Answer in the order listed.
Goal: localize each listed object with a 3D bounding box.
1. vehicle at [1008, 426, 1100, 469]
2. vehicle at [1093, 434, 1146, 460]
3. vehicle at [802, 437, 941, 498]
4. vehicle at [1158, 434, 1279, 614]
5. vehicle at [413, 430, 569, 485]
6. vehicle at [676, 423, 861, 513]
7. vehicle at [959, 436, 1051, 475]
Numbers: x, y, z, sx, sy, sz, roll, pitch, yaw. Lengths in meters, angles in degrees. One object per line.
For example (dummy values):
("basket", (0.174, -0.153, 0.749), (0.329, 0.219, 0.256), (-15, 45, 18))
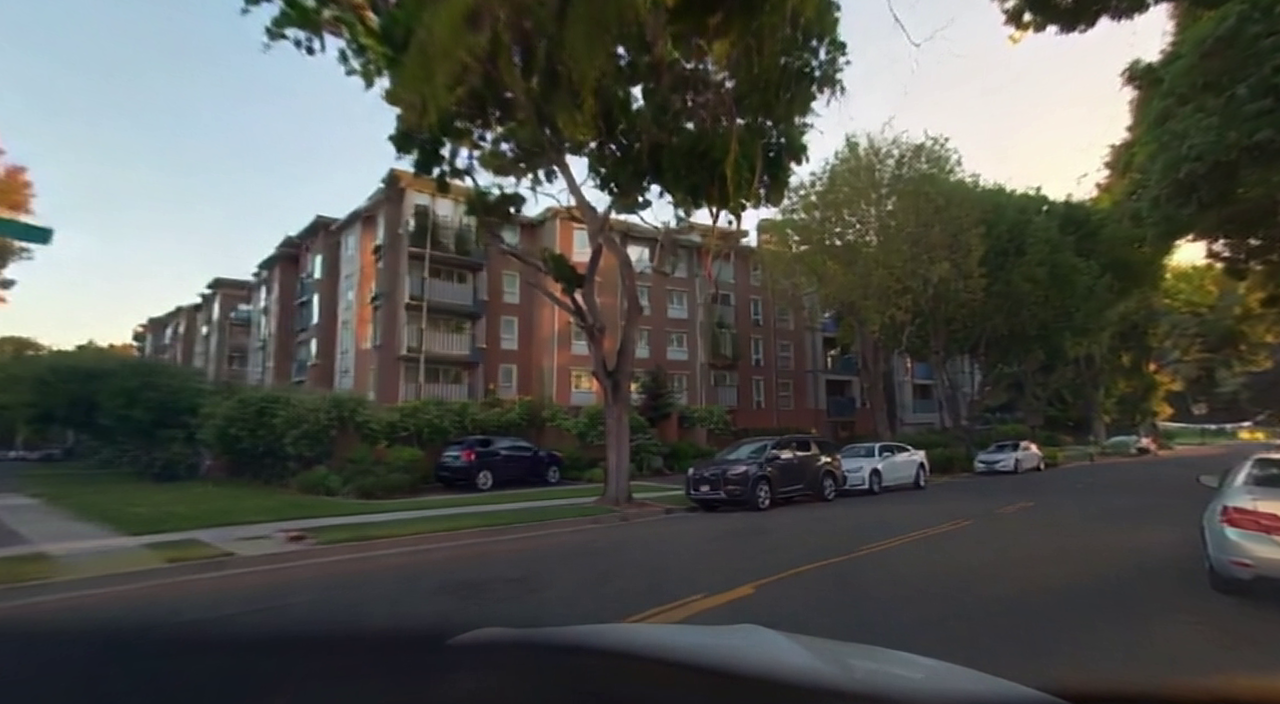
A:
("vehicle", (20.067, 4.583, 30.479), (5.791, 1.869, 2.229), (6, -12, -43))
("vehicle", (30.532, 6.021, 40.181), (1.939, 1.513, 4.401), (-8, -12, 44))
("vehicle", (6.781, 3.228, 18.201), (1.902, 1.478, 4.696), (-9, -11, 44))
("vehicle", (7.050, 1.575, 6.428), (4.634, 1.424, 1.966), (8, -11, -42))
("vehicle", (-4.402, 3.194, 19.489), (1.812, 1.458, 4.714), (-5, -10, 32))
("vehicle", (3.128, 2.629, 14.825), (4.584, 1.744, 1.946), (8, -12, -44))
("vehicle", (15.233, 4.277, 26.287), (4.313, 1.463, 1.921), (7, -11, -41))
